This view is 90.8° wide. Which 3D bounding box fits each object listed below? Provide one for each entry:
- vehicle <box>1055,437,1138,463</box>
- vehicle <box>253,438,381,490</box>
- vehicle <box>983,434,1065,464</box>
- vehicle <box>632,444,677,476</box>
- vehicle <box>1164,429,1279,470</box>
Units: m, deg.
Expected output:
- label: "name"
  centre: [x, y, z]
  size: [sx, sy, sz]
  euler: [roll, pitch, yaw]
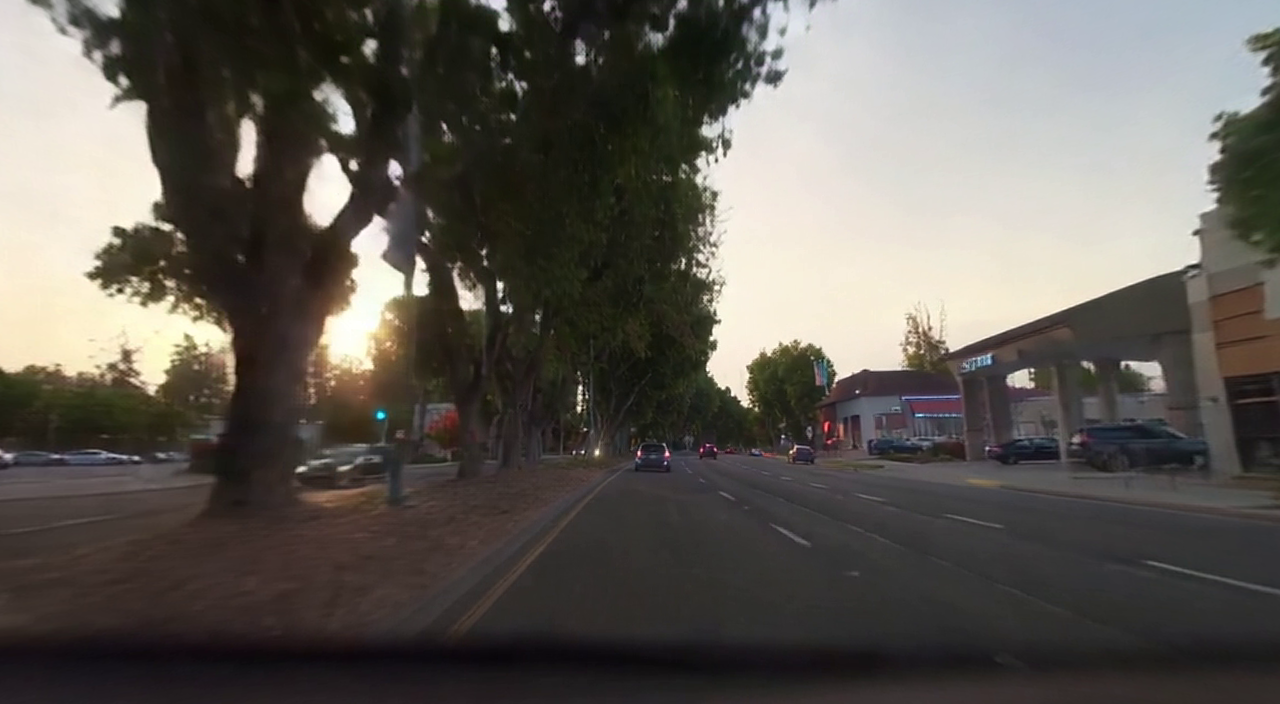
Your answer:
- label: "vehicle"
  centre: [27.411, 5.904, 38.082]
  size: [1.844, 1.481, 3.904]
  euler: [0, -8, -5]
- label: "vehicle"
  centre: [-11.273, 3.932, 22.523]
  size: [1.987, 1.626, 4.654]
  euler: [-1, -8, 2]
- label: "vehicle"
  centre: [22.463, 5.690, 37.168]
  size: [1.864, 1.655, 4.179]
  euler: [0, -8, -5]
- label: "vehicle"
  centre: [0.745, 5.276, 31.258]
  size: [2.095, 1.456, 3.873]
  euler: [-1, -8, 2]
- label: "vehicle"
  centre: [23.623, 3.920, 25.121]
  size: [1.780, 1.463, 4.112]
  euler: [-1, -10, -3]
